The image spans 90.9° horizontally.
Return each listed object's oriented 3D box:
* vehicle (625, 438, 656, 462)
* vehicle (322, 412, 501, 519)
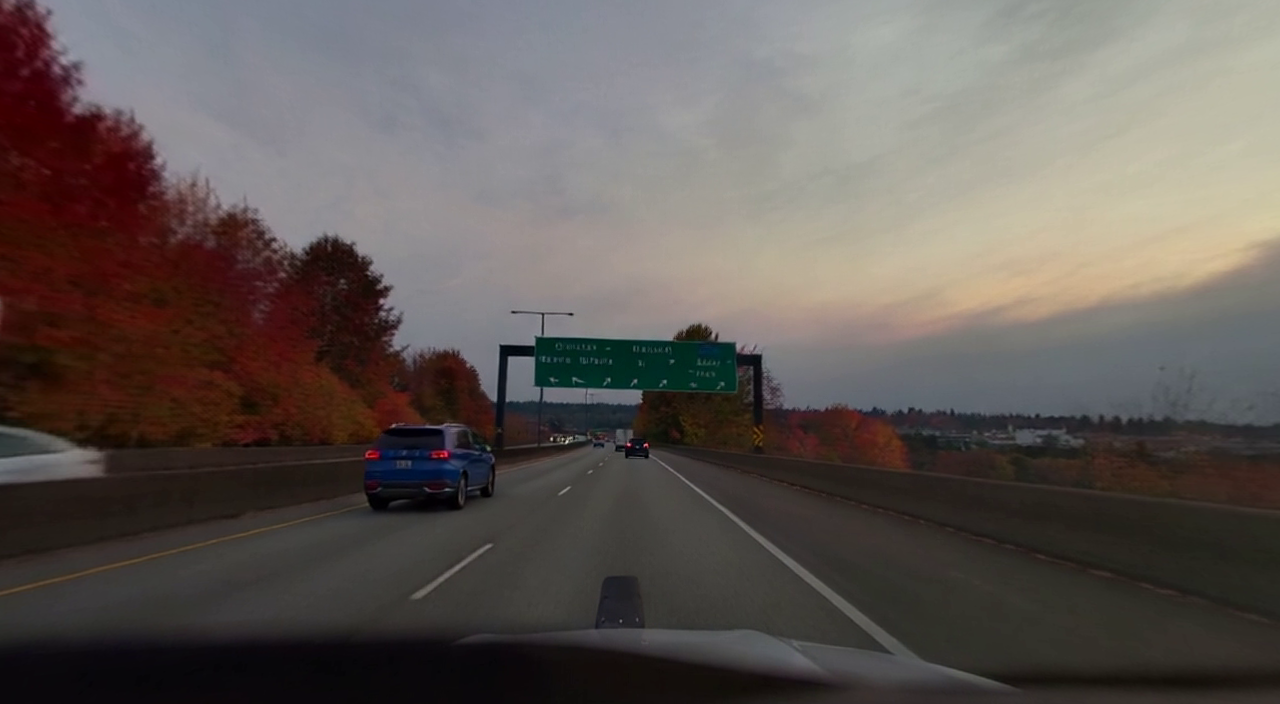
[{"bbox_3d":[0.025,6.391,41.271,1.939,1.497,3.863,0,-8,0],"label":"vehicle"},{"bbox_3d":[-4.204,2.157,12.440,1.924,1.720,4.195,0,-8,0],"label":"vehicle"}]
